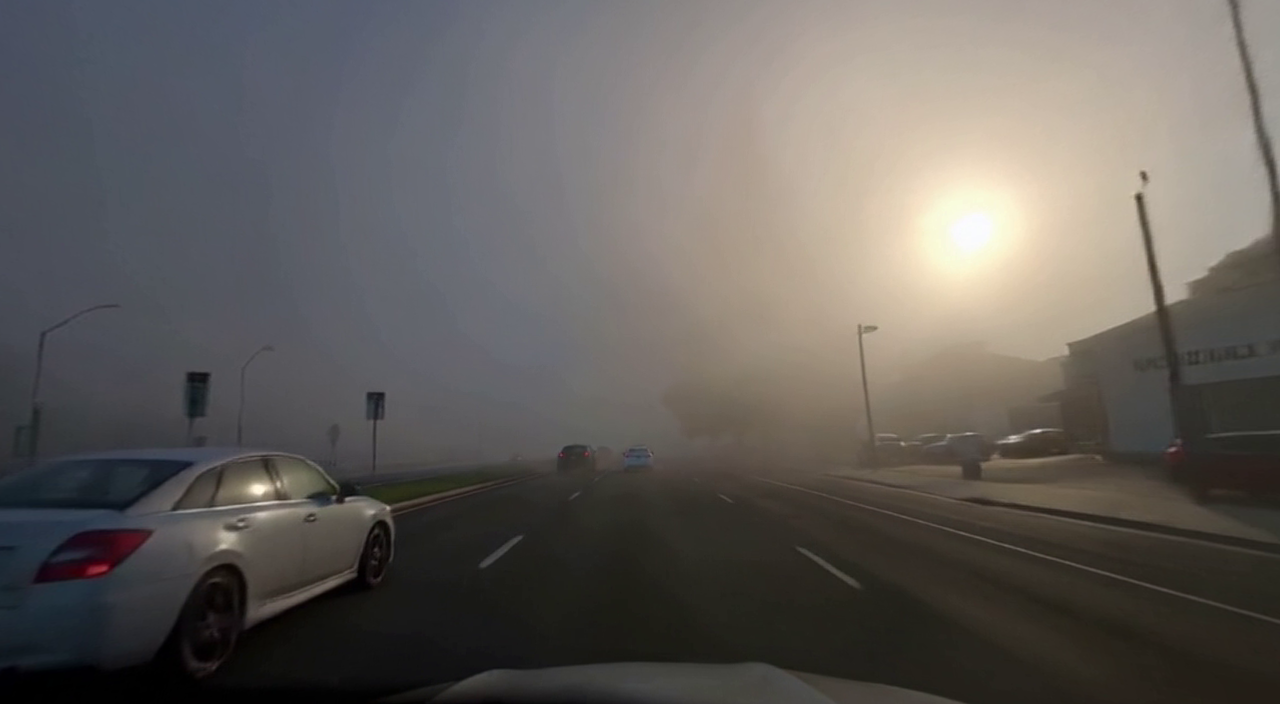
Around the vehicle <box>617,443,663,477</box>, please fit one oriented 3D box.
[{"bbox_3d":[-0.017,4.981,29.247,2.019,1.459,4.005,0,-8,0],"label":"vehicle"}]

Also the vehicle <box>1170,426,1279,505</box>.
[{"bbox_3d":[13.328,2.215,12.337,1.914,1.523,4.747,-1,-8,3],"label":"vehicle"}]

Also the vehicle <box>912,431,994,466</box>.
[{"bbox_3d":[16.262,5.054,33.058,1.930,1.713,4.756,0,-8,2],"label":"vehicle"}]

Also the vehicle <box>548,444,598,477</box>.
[{"bbox_3d":[-3.200,5.254,30.818,1.939,1.496,4.309,0,-8,1],"label":"vehicle"}]

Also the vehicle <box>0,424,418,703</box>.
[{"bbox_3d":[-3.566,1.396,4.998,2.003,1.488,4.282,0,-8,1],"label":"vehicle"}]

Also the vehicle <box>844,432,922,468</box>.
[{"bbox_3d":[13.025,5.296,34.112,2.072,1.769,5.000,0,-8,-2],"label":"vehicle"}]

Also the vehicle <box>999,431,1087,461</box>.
[{"bbox_3d":[21.501,5.046,33.846,1.807,1.519,4.550,0,-8,1],"label":"vehicle"}]
